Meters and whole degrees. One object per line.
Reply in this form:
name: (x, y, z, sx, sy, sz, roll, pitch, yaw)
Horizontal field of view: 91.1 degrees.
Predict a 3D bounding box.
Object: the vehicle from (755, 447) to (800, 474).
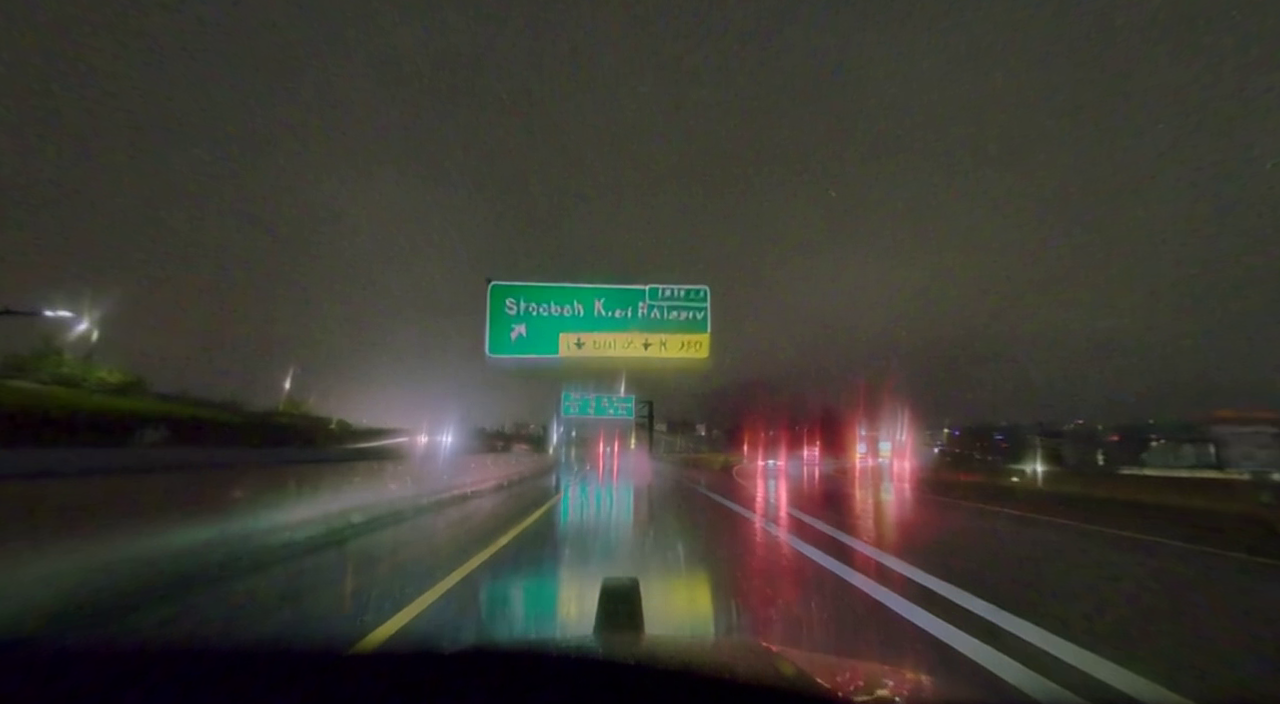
vehicle: (7.896, 6.271, 36.422, 2.129, 1.444, 3.649, -2, -9, 7)
